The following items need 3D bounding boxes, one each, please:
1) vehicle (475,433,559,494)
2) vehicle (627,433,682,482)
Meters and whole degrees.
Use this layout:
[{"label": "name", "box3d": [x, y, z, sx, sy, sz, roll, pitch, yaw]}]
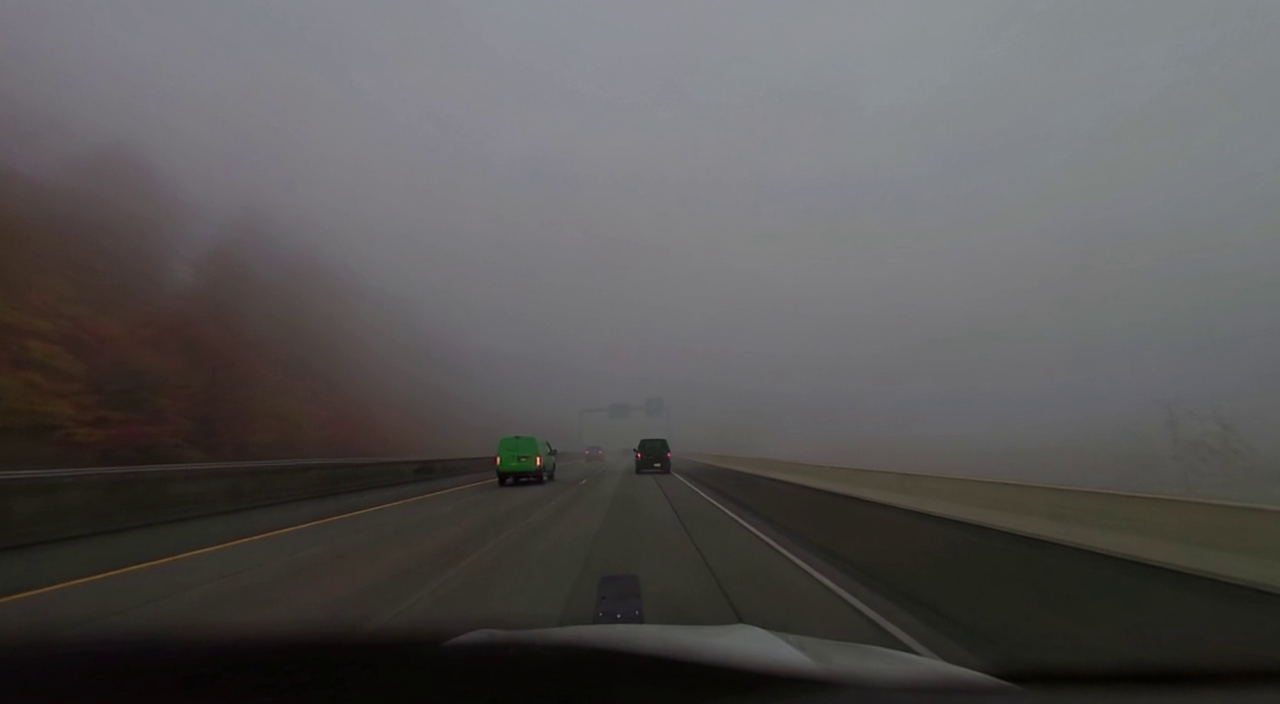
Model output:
[{"label": "vehicle", "box3d": [-3.952, 3.671, 20.889, 2.021, 1.790, 3.907, 0, -9, 0]}, {"label": "vehicle", "box3d": [0.534, 4.614, 27.589, 2.179, 1.930, 4.538, 0, -9, -2]}]
